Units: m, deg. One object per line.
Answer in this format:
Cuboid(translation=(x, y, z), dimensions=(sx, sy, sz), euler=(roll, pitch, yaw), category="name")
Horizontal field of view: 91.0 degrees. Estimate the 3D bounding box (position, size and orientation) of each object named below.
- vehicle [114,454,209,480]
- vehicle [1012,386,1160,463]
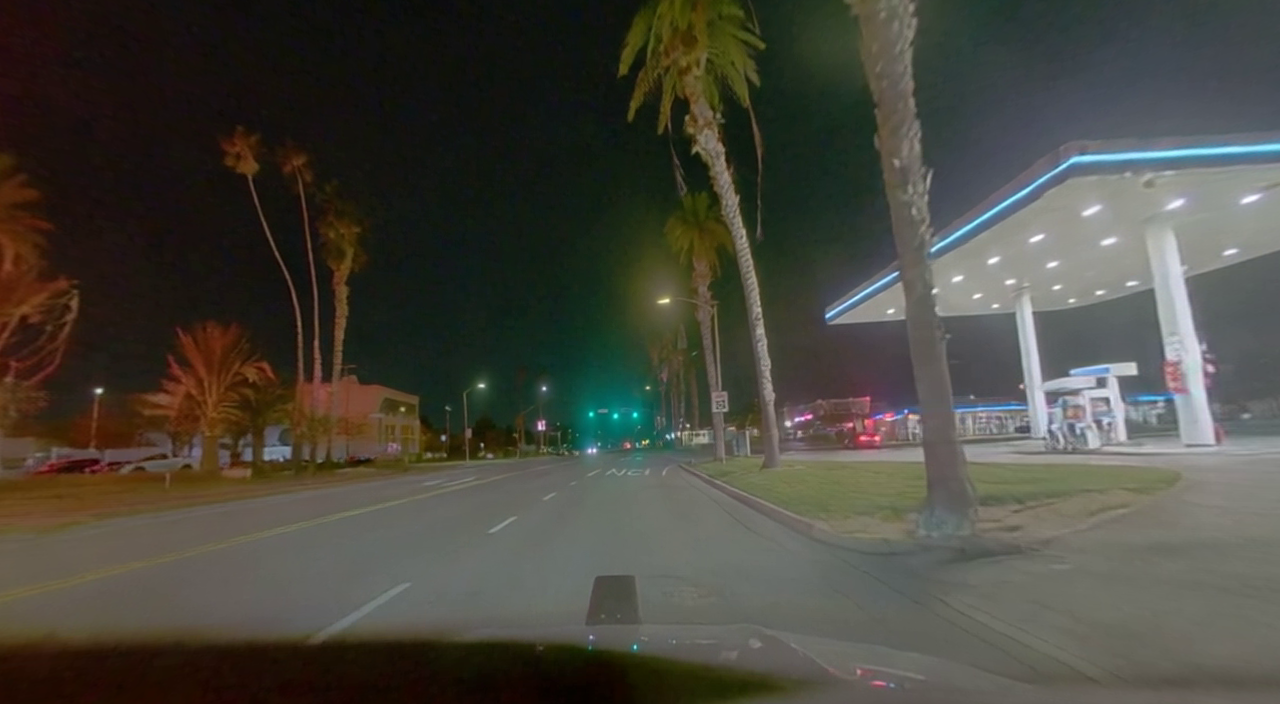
Cuboid(translation=(-29.096, 6.963, 38.366), dimensions=(4.420, 1.445, 1.954), euler=(7, -11, -37), category="vehicle")
Cuboid(translation=(15.939, 2.662, 22.402), dimensions=(5.529, 2.395, 2.399), euler=(6, -10, -35), category="vehicle")
